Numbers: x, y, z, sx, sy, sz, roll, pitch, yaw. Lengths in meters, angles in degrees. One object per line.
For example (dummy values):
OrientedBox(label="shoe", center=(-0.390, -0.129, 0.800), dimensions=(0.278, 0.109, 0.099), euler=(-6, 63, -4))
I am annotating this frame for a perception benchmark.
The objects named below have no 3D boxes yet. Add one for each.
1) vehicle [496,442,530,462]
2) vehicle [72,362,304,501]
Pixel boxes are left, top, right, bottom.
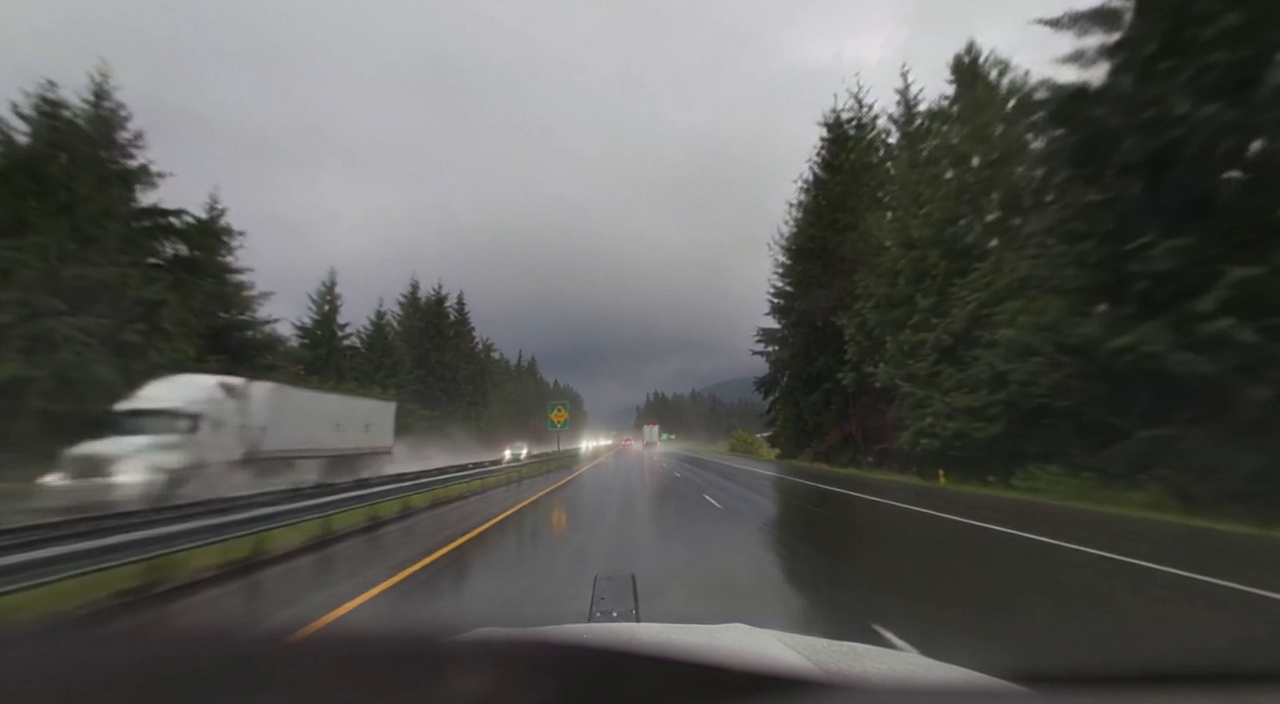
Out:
OrientedBox(label="vehicle", center=(-9.890, 7.804, 49.255), dimensions=(1.812, 1.460, 4.228), euler=(0, -8, -1))
OrientedBox(label="vehicle", center=(-13.970, 2.578, 20.249), dimensions=(3.005, 3.778, 5.807), euler=(0, -8, -1))
